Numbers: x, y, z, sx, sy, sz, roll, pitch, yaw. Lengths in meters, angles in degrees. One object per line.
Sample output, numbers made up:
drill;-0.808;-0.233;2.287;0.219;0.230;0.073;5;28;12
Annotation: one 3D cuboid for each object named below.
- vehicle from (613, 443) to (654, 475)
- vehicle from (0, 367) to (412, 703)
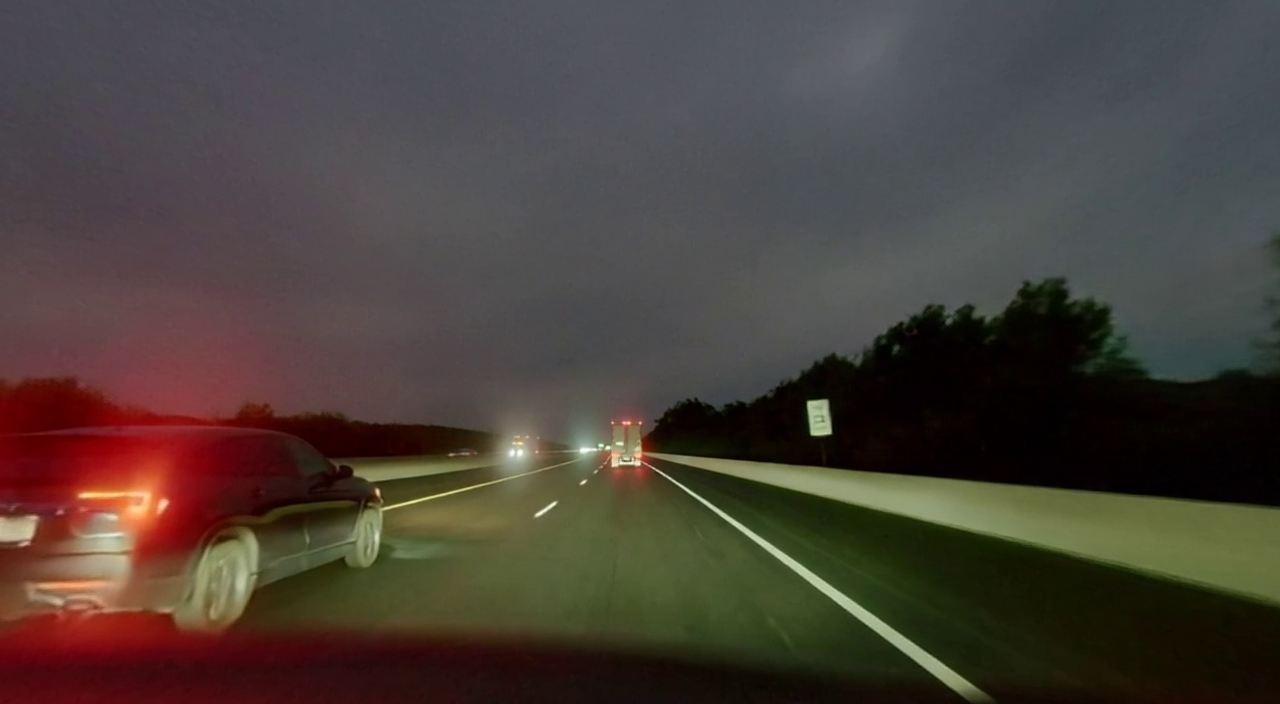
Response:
vehicle;-0.408;6.183;36.433;2.230;1.715;4.243;0;-9;-1
vehicle;-3.846;1.259;5.191;2.181;1.653;4.691;0;-9;-1
